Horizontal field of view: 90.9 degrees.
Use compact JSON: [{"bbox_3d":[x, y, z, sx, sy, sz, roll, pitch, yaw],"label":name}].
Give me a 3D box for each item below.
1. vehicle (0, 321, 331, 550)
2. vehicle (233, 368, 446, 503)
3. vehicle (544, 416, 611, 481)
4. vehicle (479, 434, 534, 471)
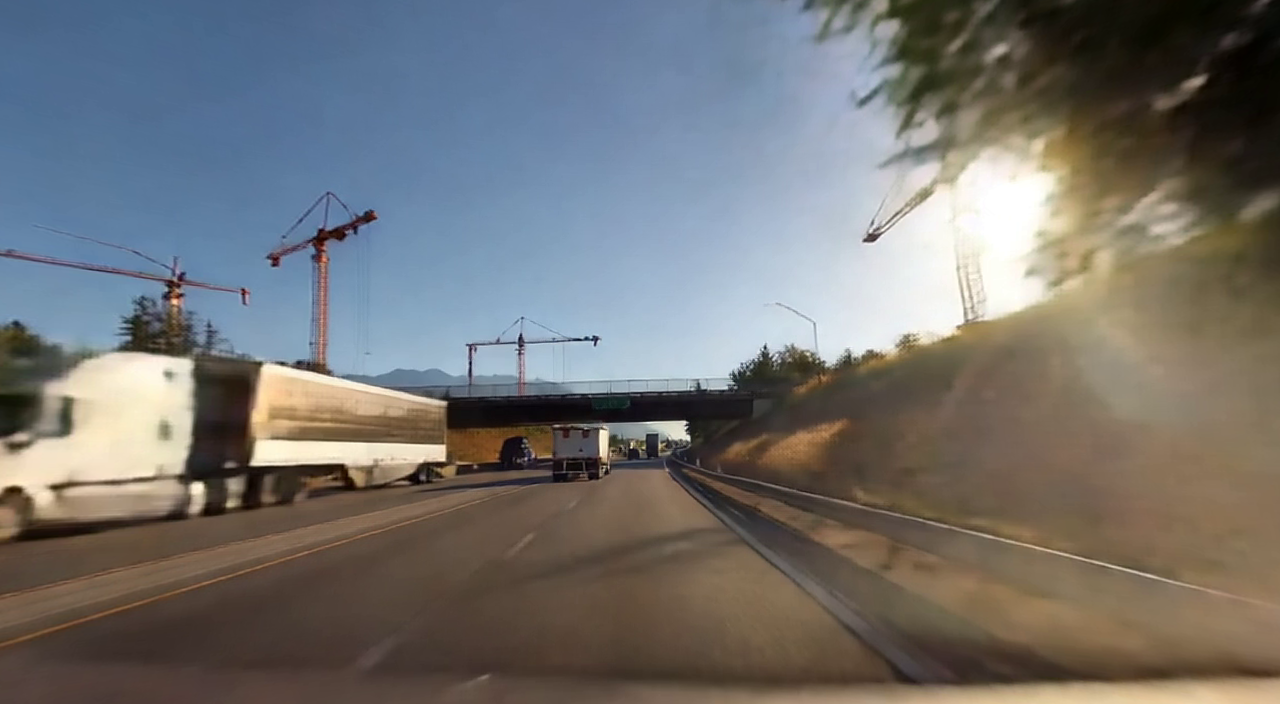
[{"bbox_3d":[-10.008,1.811,13.211,2.931,3.367,7.777,0,-9,1],"label":"vehicle"},{"bbox_3d":[-9.991,3.087,22.644,2.813,3.815,9.248,0,-9,1],"label":"vehicle"},{"bbox_3d":[-2.859,4.700,30.685,2.565,2.771,6.641,0,-9,0],"label":"vehicle"},{"bbox_3d":[-9.795,7.496,46.896,2.762,2.579,6.099,0,-9,0],"label":"vehicle"}]
